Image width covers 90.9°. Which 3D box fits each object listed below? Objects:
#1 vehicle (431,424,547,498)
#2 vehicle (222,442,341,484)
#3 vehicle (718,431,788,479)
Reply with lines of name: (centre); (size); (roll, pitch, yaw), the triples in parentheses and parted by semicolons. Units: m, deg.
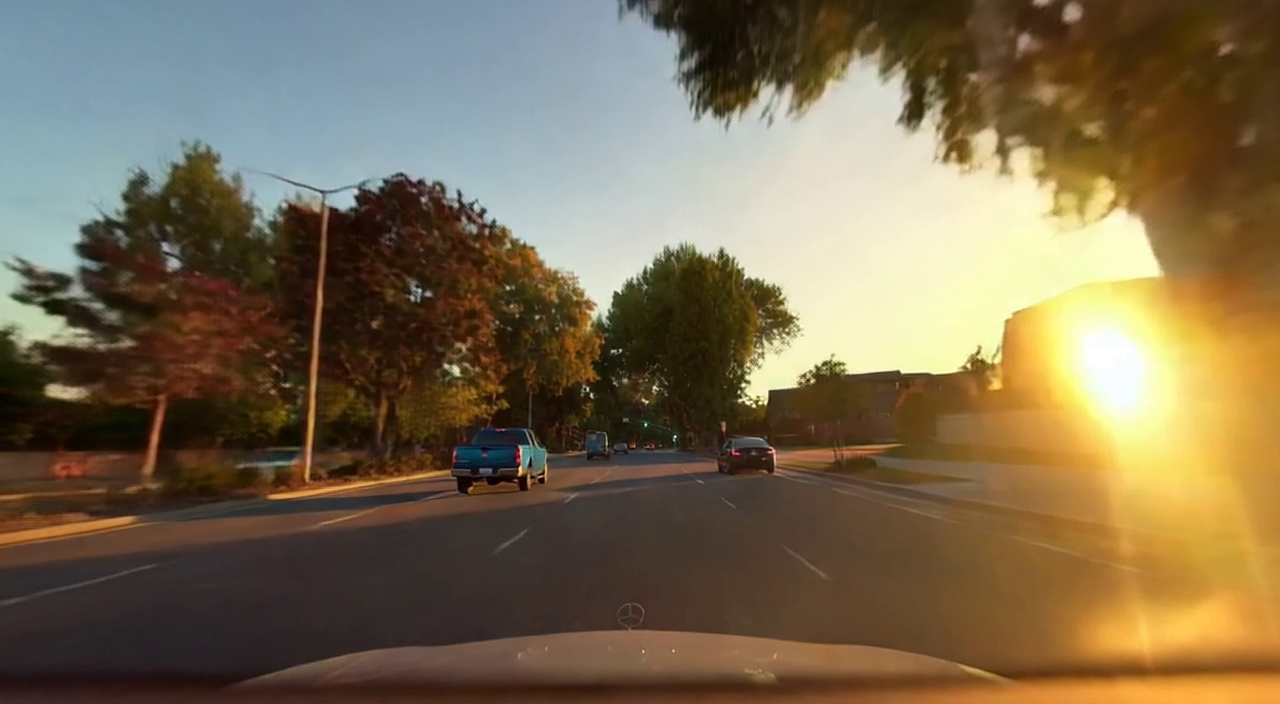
vehicle: (-3.951, 2.941, 17.426); (2.002, 1.747, 4.728); (0, -8, 0)
vehicle: (-13.545, 4.195, 24.160); (1.893, 1.456, 4.356); (0, -9, 2)
vehicle: (4.390, 4.073, 25.219); (2.016, 1.736, 4.356); (0, -8, 0)
